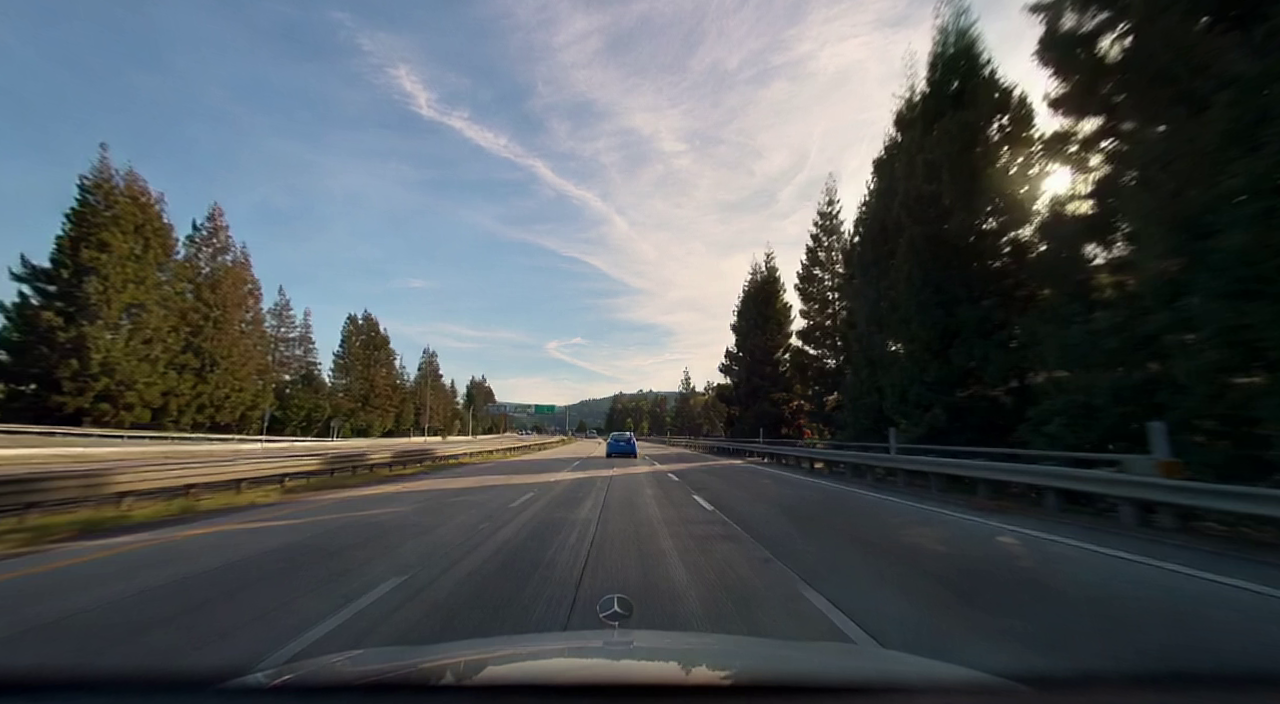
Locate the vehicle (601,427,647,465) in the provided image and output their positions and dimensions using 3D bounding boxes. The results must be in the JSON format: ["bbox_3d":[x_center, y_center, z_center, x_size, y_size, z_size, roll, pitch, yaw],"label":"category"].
[{"bbox_3d":[-0.804,4.416,29.710,2.020,1.633,3.942,0,-8,-3],"label":"vehicle"}]
